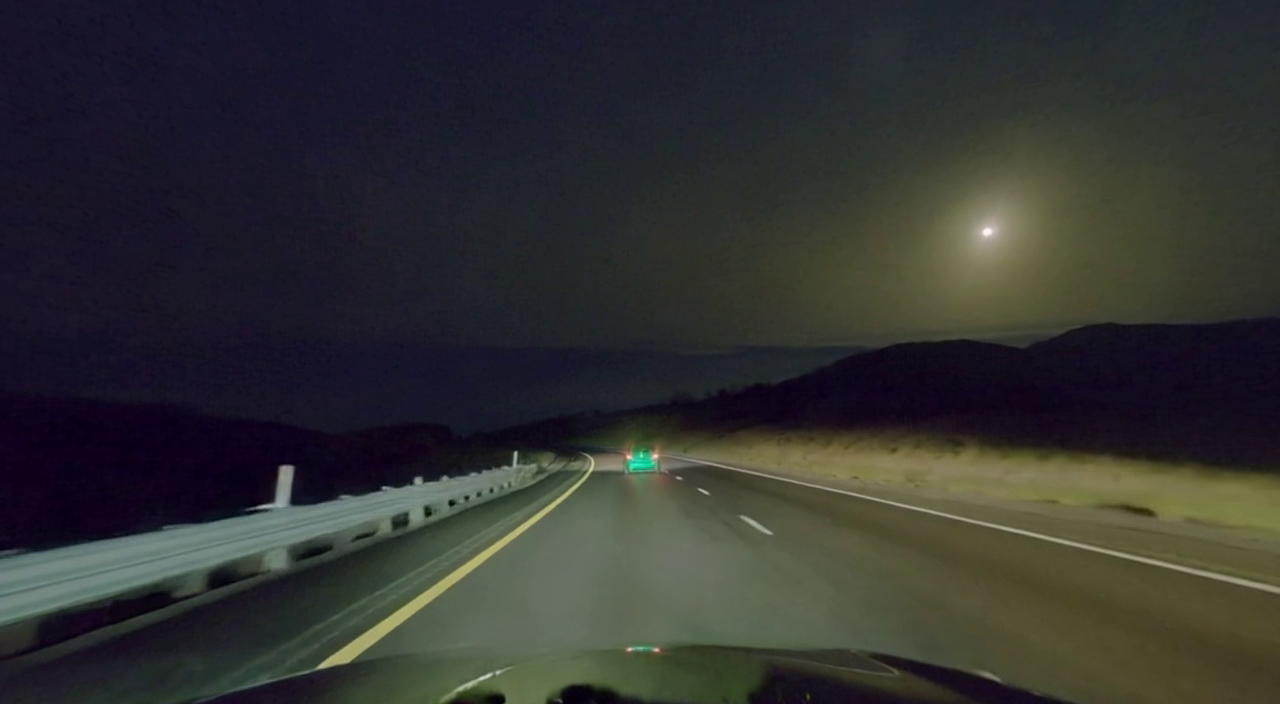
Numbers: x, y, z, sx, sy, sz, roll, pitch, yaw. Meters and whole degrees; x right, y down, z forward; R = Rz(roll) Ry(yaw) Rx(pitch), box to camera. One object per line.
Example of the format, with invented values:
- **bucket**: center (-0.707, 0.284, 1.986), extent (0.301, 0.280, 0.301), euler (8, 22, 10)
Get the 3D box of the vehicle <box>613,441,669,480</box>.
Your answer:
- **vehicle**: center (-0.046, 4.481, 26.394), extent (2.029, 1.474, 4.183), euler (0, -9, -4)
